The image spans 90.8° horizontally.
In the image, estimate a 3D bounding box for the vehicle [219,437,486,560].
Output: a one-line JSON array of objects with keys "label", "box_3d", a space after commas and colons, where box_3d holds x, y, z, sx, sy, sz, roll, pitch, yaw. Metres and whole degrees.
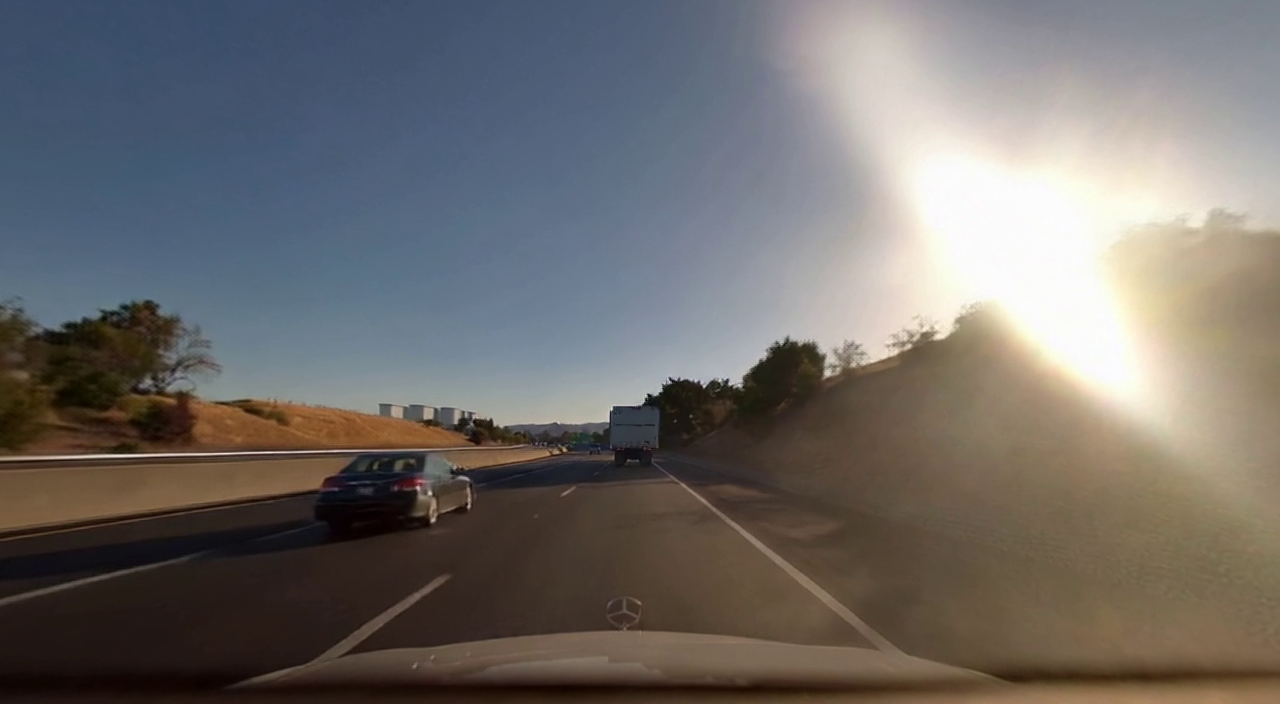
[{"label": "vehicle", "box_3d": [-4.123, 2.176, 10.249, 1.892, 1.471, 5.047, 0, -9, 1]}]
